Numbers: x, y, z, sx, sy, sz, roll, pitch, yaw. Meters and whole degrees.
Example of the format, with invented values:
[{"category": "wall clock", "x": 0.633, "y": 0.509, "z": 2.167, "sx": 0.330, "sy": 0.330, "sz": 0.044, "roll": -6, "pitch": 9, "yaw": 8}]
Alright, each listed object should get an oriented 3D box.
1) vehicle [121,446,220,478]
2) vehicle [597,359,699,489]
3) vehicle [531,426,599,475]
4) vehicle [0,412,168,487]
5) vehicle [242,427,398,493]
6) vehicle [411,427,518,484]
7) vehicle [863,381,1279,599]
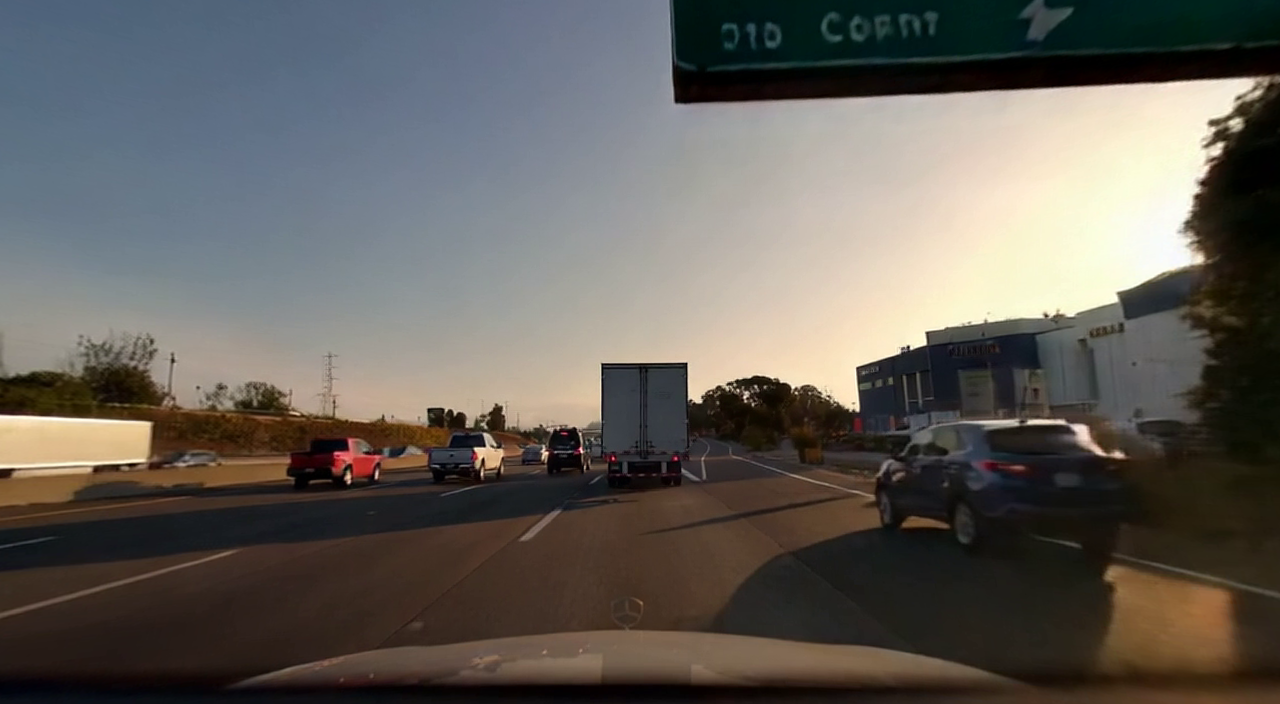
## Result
[{"category": "vehicle", "x": -24.245, "y": 5.672, "z": 32.794, "sx": 1.829, "sy": 1.494, "sz": 4.369, "roll": 0, "pitch": -9, "yaw": 0}, {"category": "vehicle", "x": 0.160, "y": 2.815, "z": 23.321, "sx": 2.941, "sy": 3.794, "sz": 9.851, "roll": 0, "pitch": -9, "yaw": -1}, {"category": "vehicle", "x": -3.364, "y": 4.644, "z": 29.829, "sx": 2.379, "sy": 2.075, "sz": 6.169, "roll": 0, "pitch": -9, "yaw": 1}, {"category": "vehicle", "x": -28.747, "y": 4.597, "z": 29.759, "sx": 2.781, "sy": 3.208, "sz": 13.296, "roll": 0, "pitch": -9, "yaw": 0}, {"category": "vehicle", "x": -10.307, "y": 3.546, "z": 21.070, "sx": 2.089, "sy": 1.885, "sz": 5.888, "roll": 0, "pitch": -9, "yaw": 0}, {"category": "vehicle", "x": -6.711, "y": 4.066, "z": 25.094, "sx": 2.479, "sy": 1.978, "sz": 5.952, "roll": 0, "pitch": -9, "yaw": 1}, {"category": "vehicle", "x": 4.647, "y": 1.504, "z": 7.711, "sx": 2.137, "sy": 1.796, "sz": 4.817, "roll": 0, "pitch": -9, "yaw": 1}]
